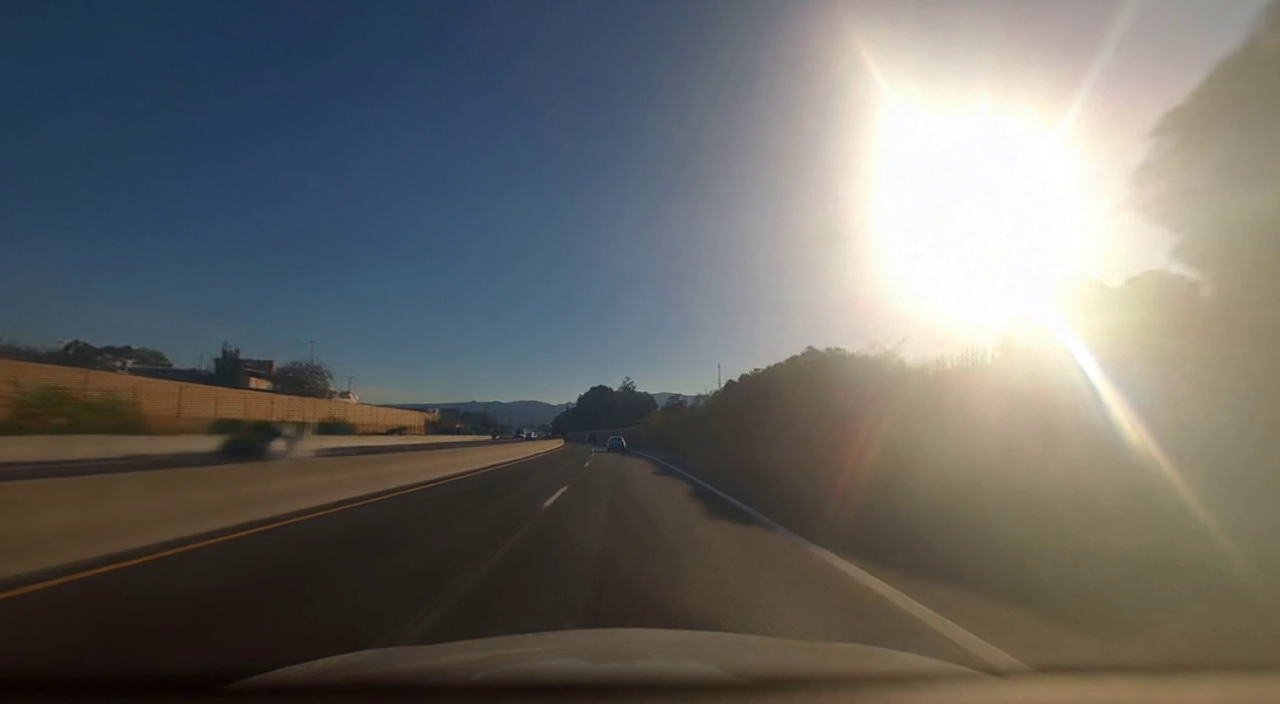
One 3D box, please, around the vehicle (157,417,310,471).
[{"bbox_3d":[-13.018,2.985,20.633,2.011,1.552,4.638,0,-8,-1],"label":"vehicle"}]
